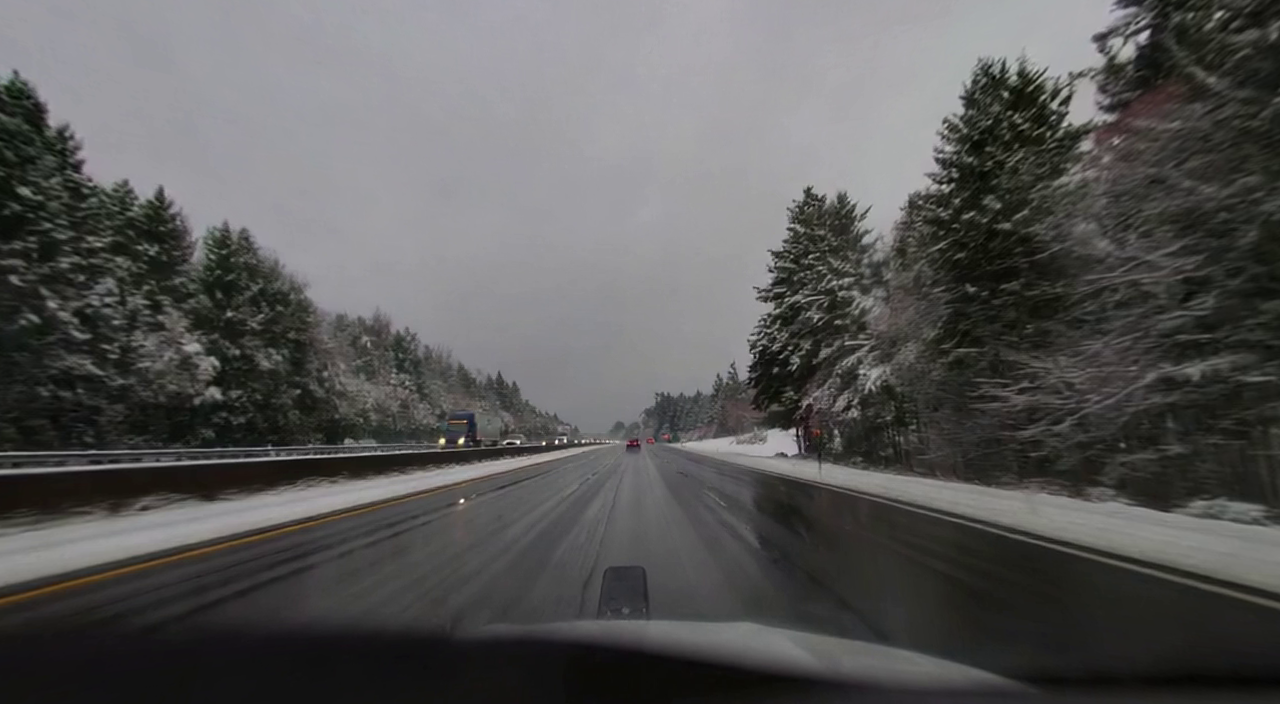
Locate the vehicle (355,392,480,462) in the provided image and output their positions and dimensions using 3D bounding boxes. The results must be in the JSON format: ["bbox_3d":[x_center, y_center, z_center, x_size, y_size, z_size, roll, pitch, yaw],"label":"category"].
[{"bbox_3d":[-15.117,5.562,45.048,2.927,4.069,16.353,0,-8,0],"label":"vehicle"}]
